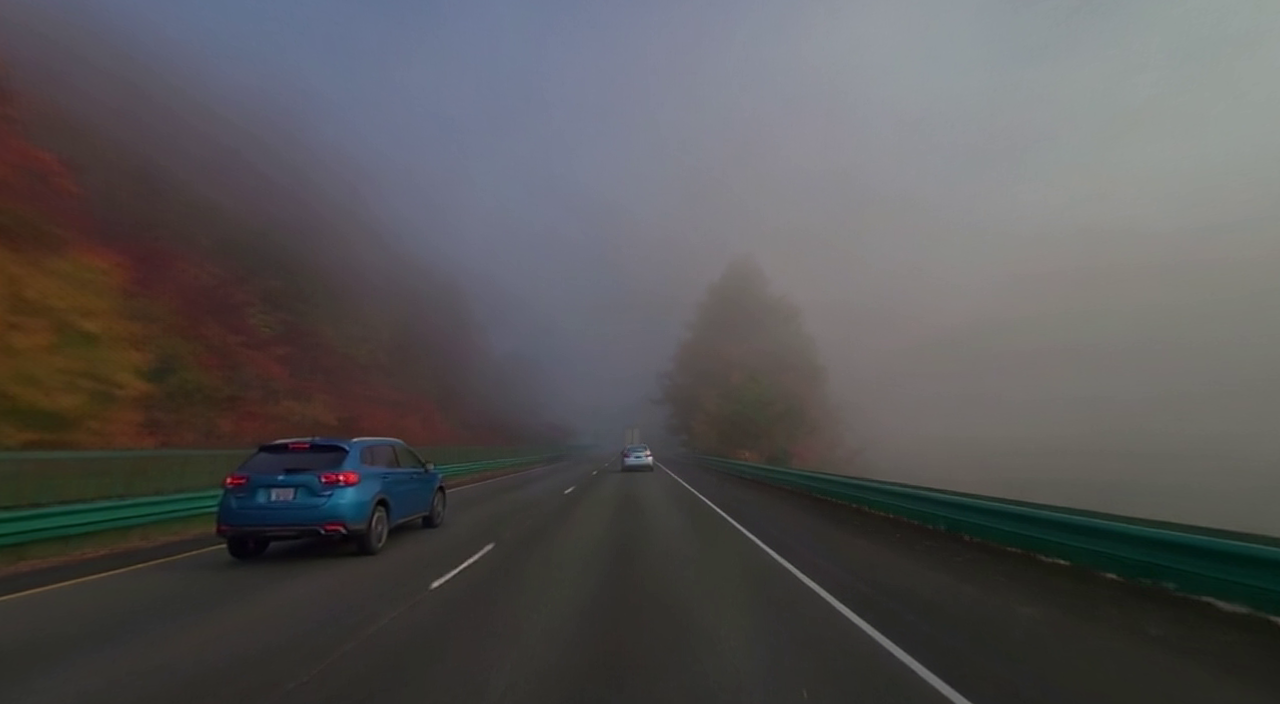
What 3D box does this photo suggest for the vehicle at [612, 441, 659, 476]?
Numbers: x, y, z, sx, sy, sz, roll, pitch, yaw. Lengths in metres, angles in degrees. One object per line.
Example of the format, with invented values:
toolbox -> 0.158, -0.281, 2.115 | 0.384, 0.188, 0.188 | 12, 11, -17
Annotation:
vehicle -> -0.240, 4.920, 29.434 | 2.057, 1.516, 4.065 | 0, -8, -1

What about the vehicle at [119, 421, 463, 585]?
vehicle -> -3.900, 1.736, 8.107 | 2.054, 1.536, 4.128 | 0, -8, 0
